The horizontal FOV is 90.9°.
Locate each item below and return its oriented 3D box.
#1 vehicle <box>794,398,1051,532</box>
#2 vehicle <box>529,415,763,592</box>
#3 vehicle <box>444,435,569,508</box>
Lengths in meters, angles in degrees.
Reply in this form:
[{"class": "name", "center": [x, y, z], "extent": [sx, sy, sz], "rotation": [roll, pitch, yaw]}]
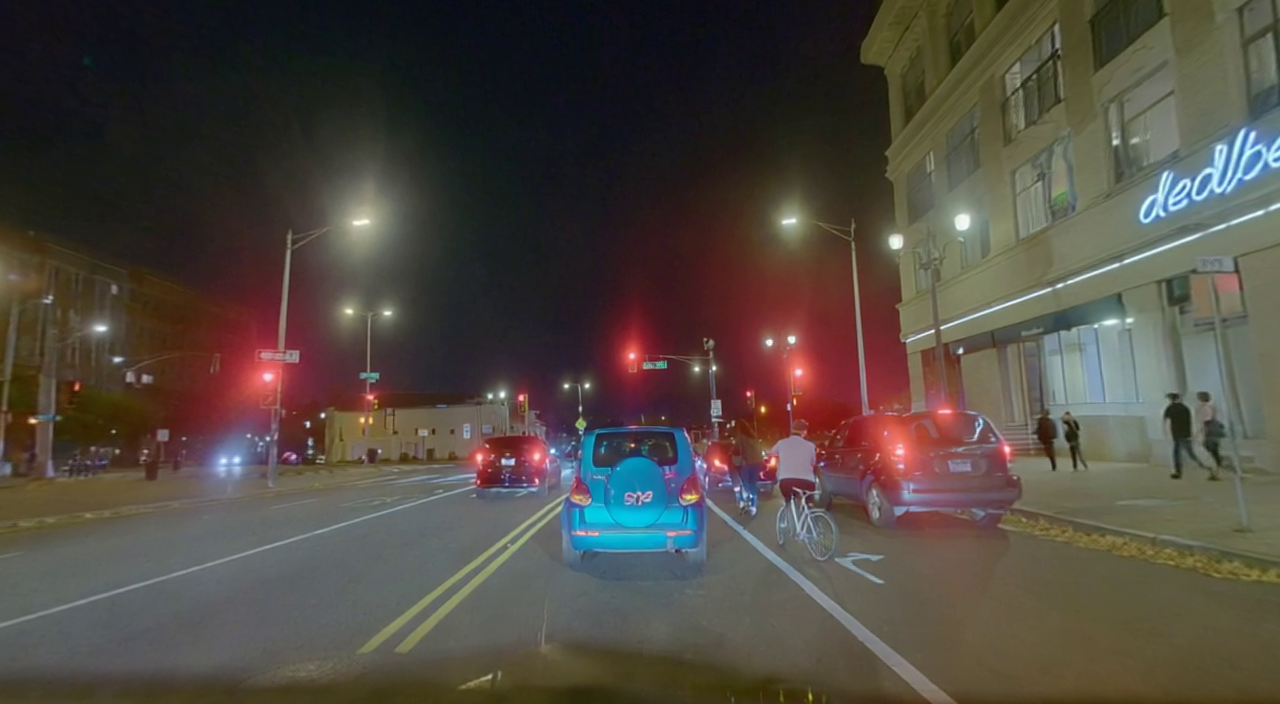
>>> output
[{"class": "vehicle", "center": [4.500, 1.915, 11.141], "extent": [2.142, 1.829, 4.767], "rotation": [0, -9, -2]}, {"class": "vehicle", "center": [0.035, 1.658, 7.718], "extent": [2.091, 1.557, 4.000], "rotation": [0, -9, 0]}, {"class": "vehicle", "center": [-2.975, 2.787, 15.172], "extent": [2.039, 1.452, 4.489], "rotation": [0, -9, 0]}]
